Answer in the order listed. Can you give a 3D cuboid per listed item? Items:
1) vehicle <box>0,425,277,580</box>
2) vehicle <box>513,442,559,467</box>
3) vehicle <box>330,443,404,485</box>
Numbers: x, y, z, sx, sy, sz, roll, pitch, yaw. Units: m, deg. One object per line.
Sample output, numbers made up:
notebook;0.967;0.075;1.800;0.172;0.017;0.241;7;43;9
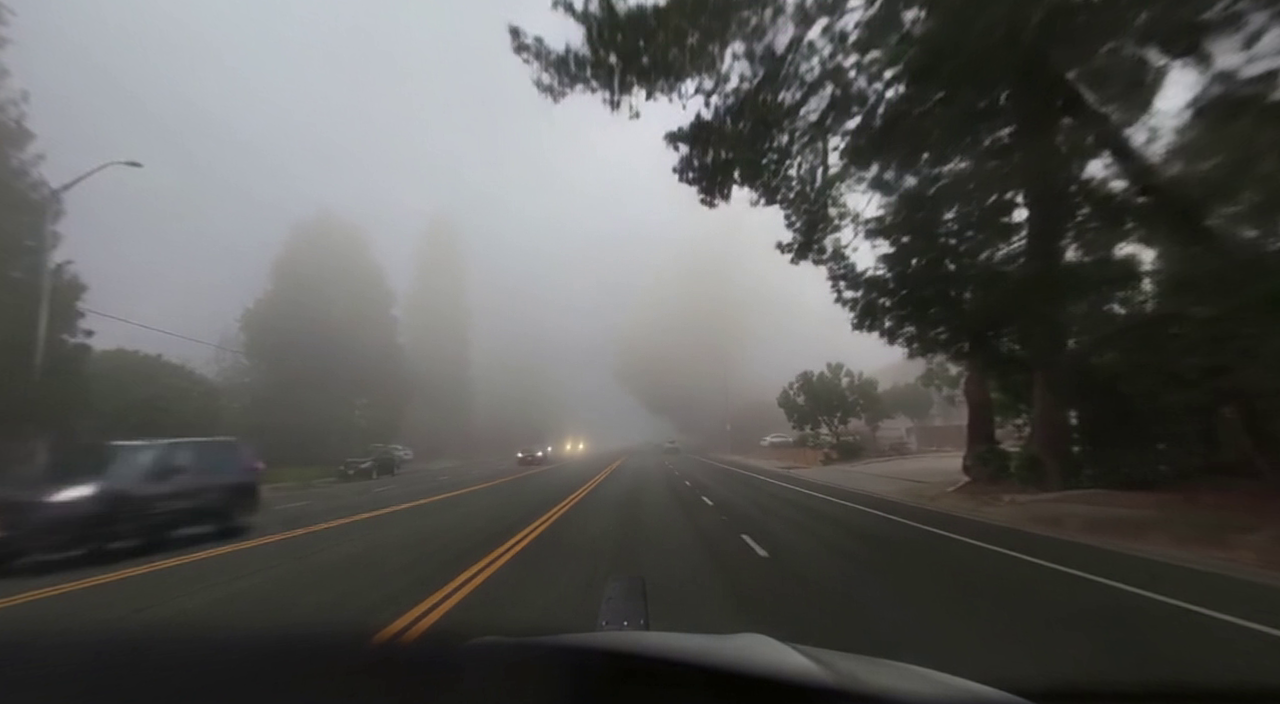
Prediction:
vehicle;-7.338;1.913;8.831;1.943;1.623;4.190;0;-8;1
vehicle;-6.454;6.399;39.628;1.975;1.481;4.318;0;-8;2
vehicle;-14.414;5.892;33.578;2.058;1.779;4.768;-2;-6;-3
